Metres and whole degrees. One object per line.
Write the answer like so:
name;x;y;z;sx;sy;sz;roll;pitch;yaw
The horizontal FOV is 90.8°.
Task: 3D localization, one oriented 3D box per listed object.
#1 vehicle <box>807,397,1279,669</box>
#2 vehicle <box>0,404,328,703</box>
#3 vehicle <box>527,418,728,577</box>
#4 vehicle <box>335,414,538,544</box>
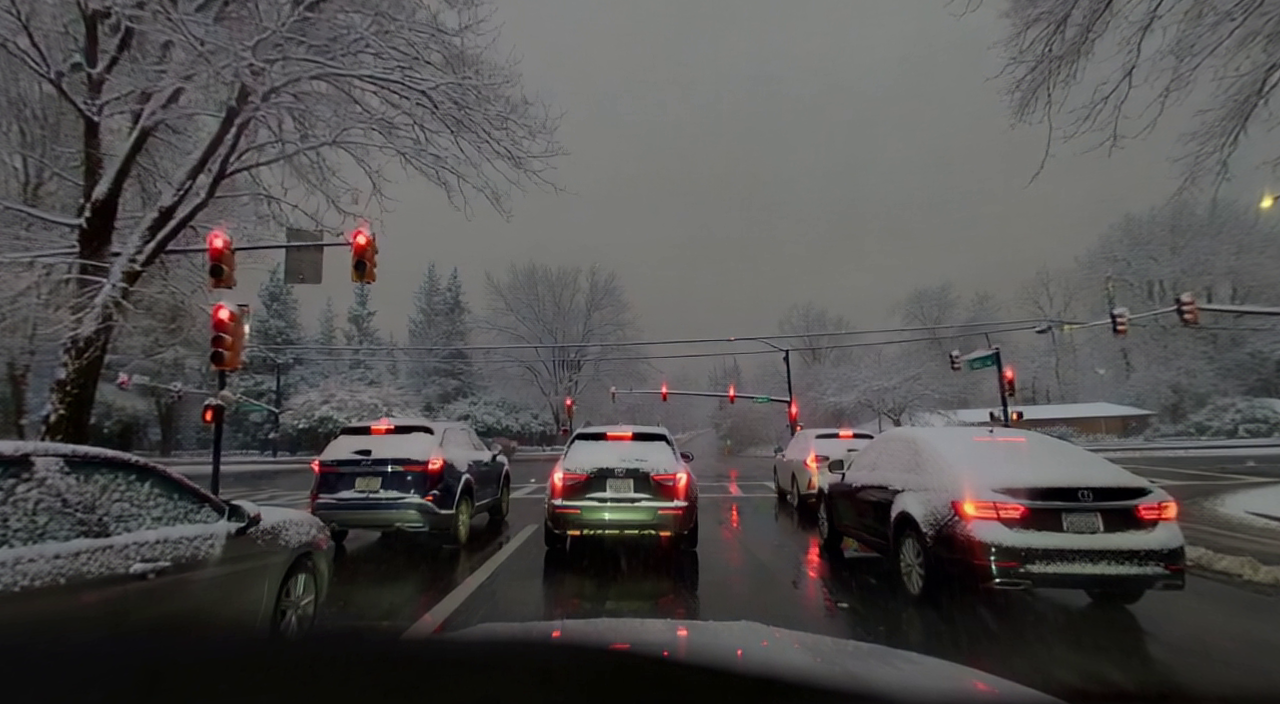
vehicle;3.235;1.441;6.193;2.006;1.659;4.462;0;-8;1
vehicle;-3.347;0.950;2.369;1.863;1.495;4.667;0;-8;1
vehicle;-0.098;1.804;8.553;2.106;1.655;3.717;0;-8;1
vehicle;-3.223;2.116;11.158;2.048;1.805;4.405;0;-8;1
